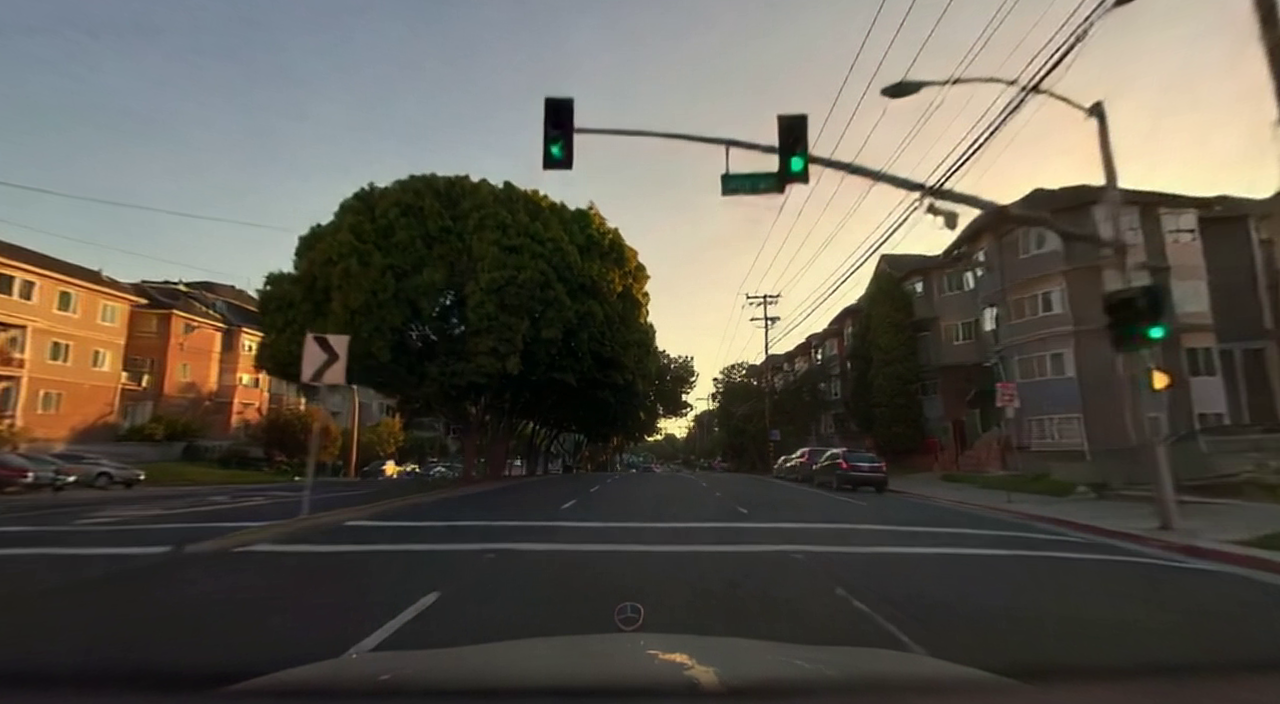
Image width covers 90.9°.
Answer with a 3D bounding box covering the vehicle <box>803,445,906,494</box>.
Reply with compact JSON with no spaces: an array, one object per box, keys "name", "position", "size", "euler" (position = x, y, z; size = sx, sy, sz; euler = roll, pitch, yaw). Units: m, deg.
[{"name":"vehicle","position":[7.201,3.956,21.723],"size":[1.875,1.481,4.434],"euler":[0,-8,-1]}]
